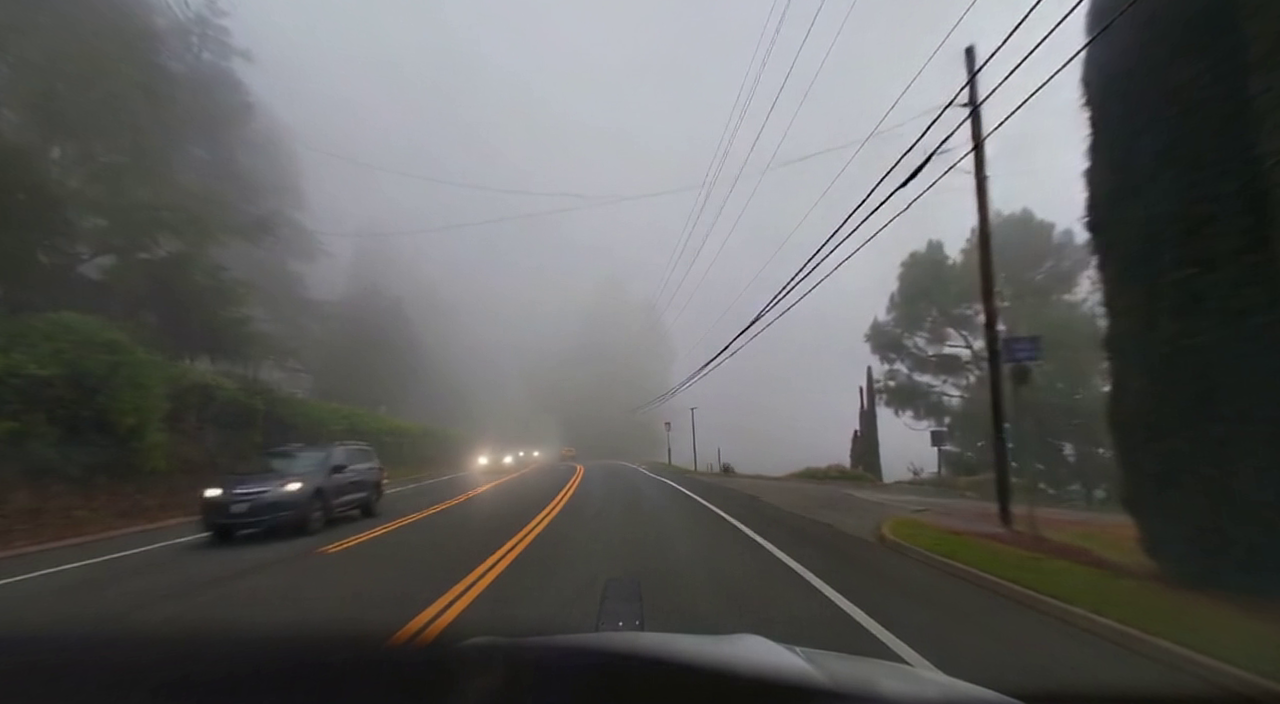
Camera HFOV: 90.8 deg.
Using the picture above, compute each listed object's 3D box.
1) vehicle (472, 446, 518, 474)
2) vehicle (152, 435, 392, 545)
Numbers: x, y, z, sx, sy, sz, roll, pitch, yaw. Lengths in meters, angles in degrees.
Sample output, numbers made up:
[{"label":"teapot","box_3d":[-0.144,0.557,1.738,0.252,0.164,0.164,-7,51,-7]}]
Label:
[{"label":"vehicle","box_3d":[-8.164,6.095,36.000,1.883,1.474,4.450,0,-8,-4]},{"label":"vehicle","box_3d":[-6.519,2.433,11.971,2.001,1.647,4.514,0,-8,-3]}]
